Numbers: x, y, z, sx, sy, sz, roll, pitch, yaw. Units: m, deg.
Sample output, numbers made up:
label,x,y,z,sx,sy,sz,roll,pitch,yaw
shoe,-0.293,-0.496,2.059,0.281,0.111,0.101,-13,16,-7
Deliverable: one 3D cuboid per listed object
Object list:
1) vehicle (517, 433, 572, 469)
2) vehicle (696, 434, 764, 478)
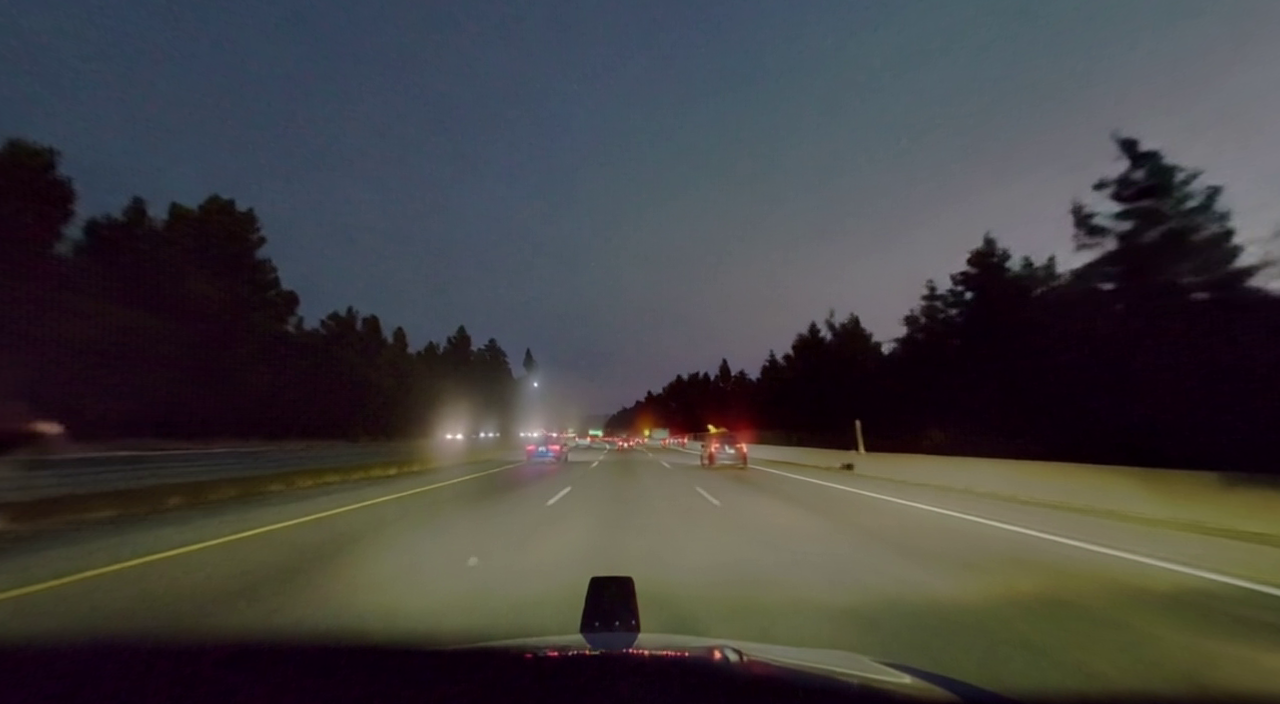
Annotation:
label,x,y,z,sx,sy,sz,roll,pitch,yaw
vehicle,-4.323,4.547,29.116,1.941,1.529,4.111,0,-8,-1
vehicle,3.336,3.924,24.165,1.883,1.536,3.792,0,-8,-3
